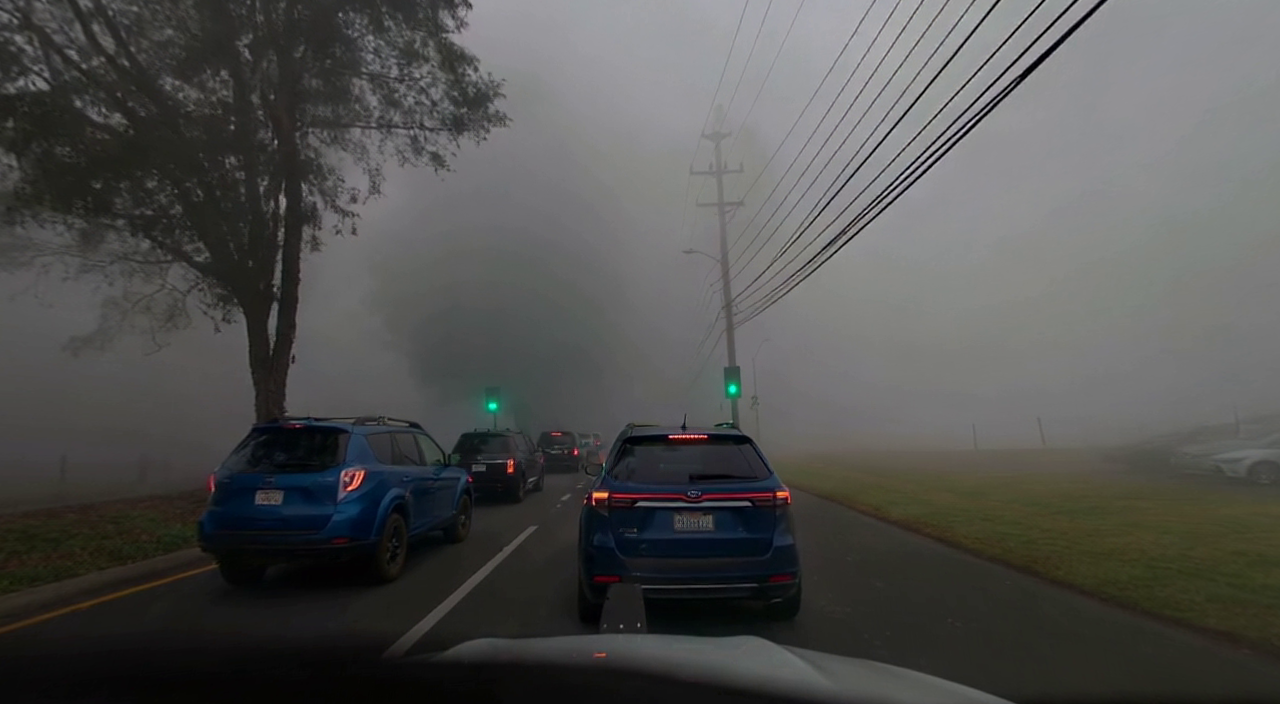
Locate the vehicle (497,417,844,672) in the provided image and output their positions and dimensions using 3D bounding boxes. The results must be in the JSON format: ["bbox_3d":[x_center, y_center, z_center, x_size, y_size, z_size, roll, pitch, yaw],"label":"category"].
[{"bbox_3d":[0.119,1.438,5.820,2.056,1.487,4.003,0,-9,-2],"label":"vehicle"}]

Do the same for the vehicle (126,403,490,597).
[{"bbox_3d":[-3.476,1.635,7.849,2.105,1.706,4.337,0,-8,0],"label":"vehicle"}]

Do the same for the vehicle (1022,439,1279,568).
[{"bbox_3d":[8.374,2.137,9.803,1.993,1.508,4.521,0,-9,-1],"label":"vehicle"}]
